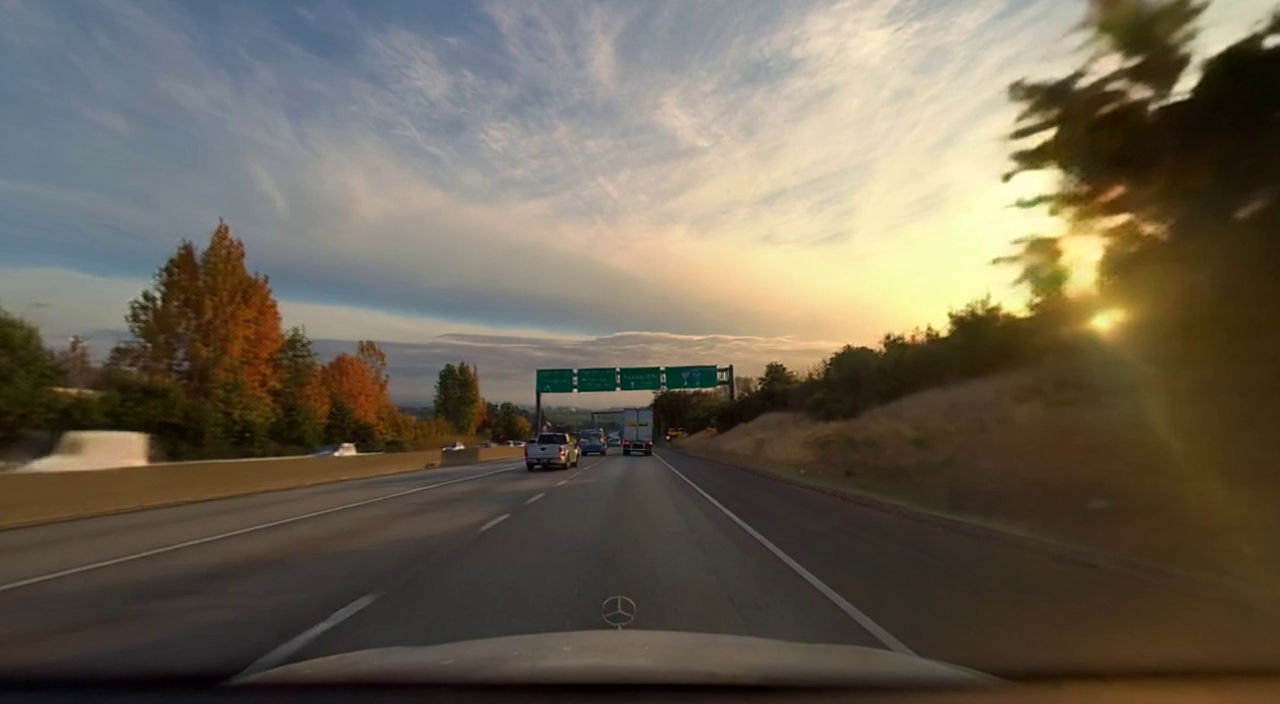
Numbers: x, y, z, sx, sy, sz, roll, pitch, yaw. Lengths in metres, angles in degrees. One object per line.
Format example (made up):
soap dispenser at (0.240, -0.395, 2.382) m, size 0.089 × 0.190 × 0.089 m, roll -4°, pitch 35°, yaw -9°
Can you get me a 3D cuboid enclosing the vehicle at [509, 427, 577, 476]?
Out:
vehicle at (-3.962, 4.168, 26.638) m, size 2.127 × 1.839 × 4.984 m, roll 0°, pitch -8°, yaw -1°
